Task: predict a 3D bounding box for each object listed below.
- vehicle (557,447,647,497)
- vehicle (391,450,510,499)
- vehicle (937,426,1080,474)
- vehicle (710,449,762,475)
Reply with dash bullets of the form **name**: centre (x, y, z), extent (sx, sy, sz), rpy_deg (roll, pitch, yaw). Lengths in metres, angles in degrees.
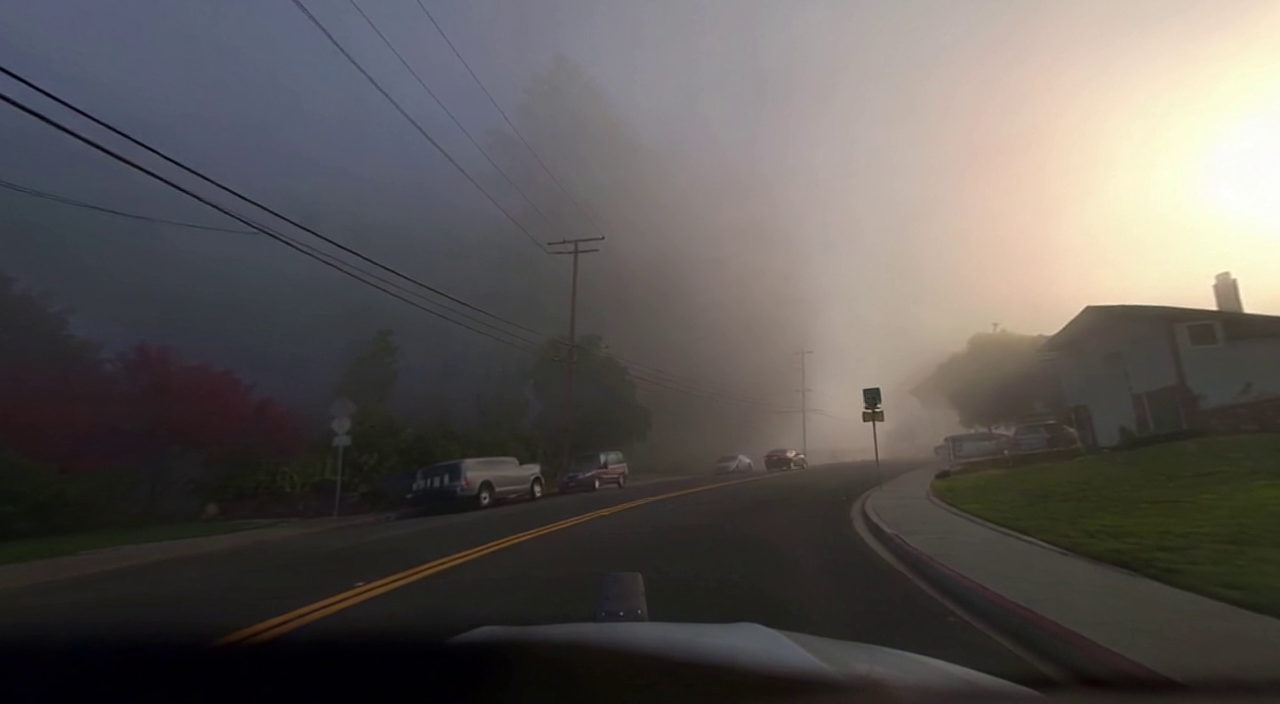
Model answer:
- **vehicle**: centre (-1.468, 5.006, 26.065), extent (2.056, 1.726, 4.463), rpy_deg (-8, -14, 19)
- **vehicle**: centre (-7.845, 4.937, 25.975), extent (4.758, 1.802, 2.155), rpy_deg (-6, -11, 35)
- **vehicle**: centre (13.529, 3.634, 23.544), extent (4.339, 1.668, 1.812), rpy_deg (-4, -9, 24)
- **vehicle**: centre (6.124, 7.028, 40.135), extent (1.971, 1.539, 4.110), rpy_deg (-6, -13, 27)
